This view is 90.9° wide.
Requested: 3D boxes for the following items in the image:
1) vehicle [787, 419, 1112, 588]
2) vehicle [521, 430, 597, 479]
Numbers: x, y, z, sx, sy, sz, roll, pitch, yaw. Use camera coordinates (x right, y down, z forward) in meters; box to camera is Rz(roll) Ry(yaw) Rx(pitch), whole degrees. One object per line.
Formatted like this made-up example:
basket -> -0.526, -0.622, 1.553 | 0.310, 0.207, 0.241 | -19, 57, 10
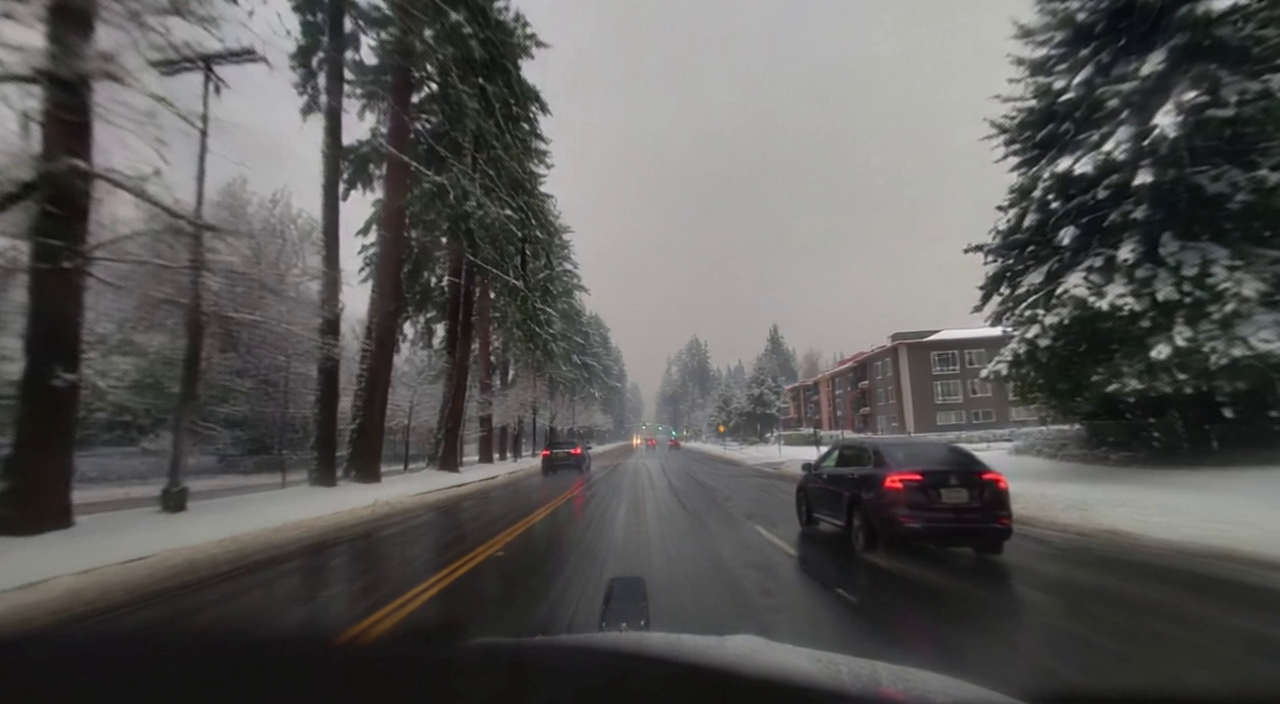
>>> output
vehicle -> 3.354, 1.710, 8.009 | 1.945, 1.530, 4.320 | 0, -8, 0
vehicle -> -3.218, 4.201, 26.177 | 2.216, 1.828, 4.886 | -1, -8, 3
